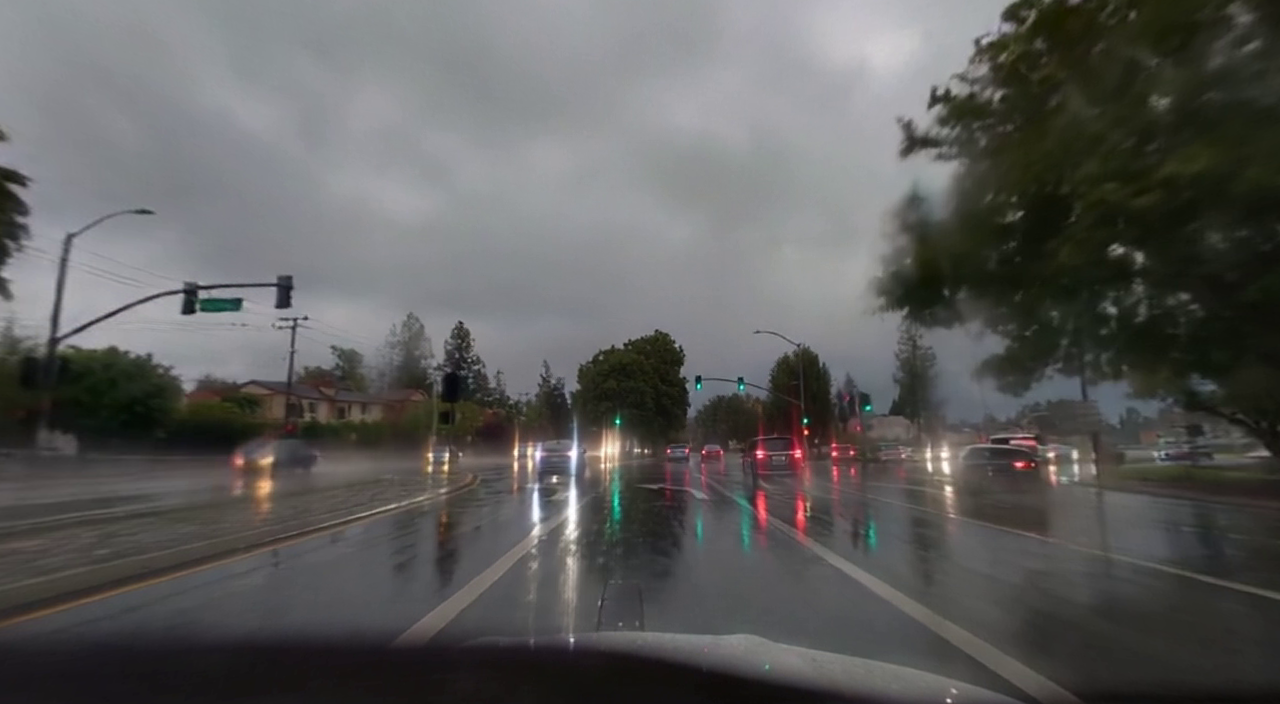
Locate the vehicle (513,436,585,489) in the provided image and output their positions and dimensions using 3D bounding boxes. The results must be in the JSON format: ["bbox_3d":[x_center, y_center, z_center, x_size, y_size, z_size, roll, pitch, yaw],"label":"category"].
[{"bbox_3d":[-3.332,4.144,24.103,2.258,1.812,4.650,0,-9,-2],"label":"vehicle"}]

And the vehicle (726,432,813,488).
[{"bbox_3d":[4.537,3.865,22.900,2.209,1.813,4.724,0,-8,1],"label":"vehicle"}]

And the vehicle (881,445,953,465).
[{"bbox_3d":[21.225,7.902,48.485,4.816,1.443,1.949,3,-9,-16],"label":"vehicle"}]

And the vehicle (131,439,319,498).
[{"bbox_3d":[-11.681,3.283,18.284,2.261,1.477,4.490,0,-9,2],"label":"vehicle"}]

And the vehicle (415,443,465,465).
[{"bbox_3d":[-13.992,7.148,44.376,1.794,1.440,4.351,-1,-9,4],"label":"vehicle"}]

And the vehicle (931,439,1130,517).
[{"bbox_3d":[8.550,2.766,14.365,1.949,1.492,4.103,0,-9,1],"label":"vehicle"}]

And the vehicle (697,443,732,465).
[{"bbox_3d":[5.178,7.140,44.466,2.064,1.474,4.389,0,-9,2],"label":"vehicle"}]
